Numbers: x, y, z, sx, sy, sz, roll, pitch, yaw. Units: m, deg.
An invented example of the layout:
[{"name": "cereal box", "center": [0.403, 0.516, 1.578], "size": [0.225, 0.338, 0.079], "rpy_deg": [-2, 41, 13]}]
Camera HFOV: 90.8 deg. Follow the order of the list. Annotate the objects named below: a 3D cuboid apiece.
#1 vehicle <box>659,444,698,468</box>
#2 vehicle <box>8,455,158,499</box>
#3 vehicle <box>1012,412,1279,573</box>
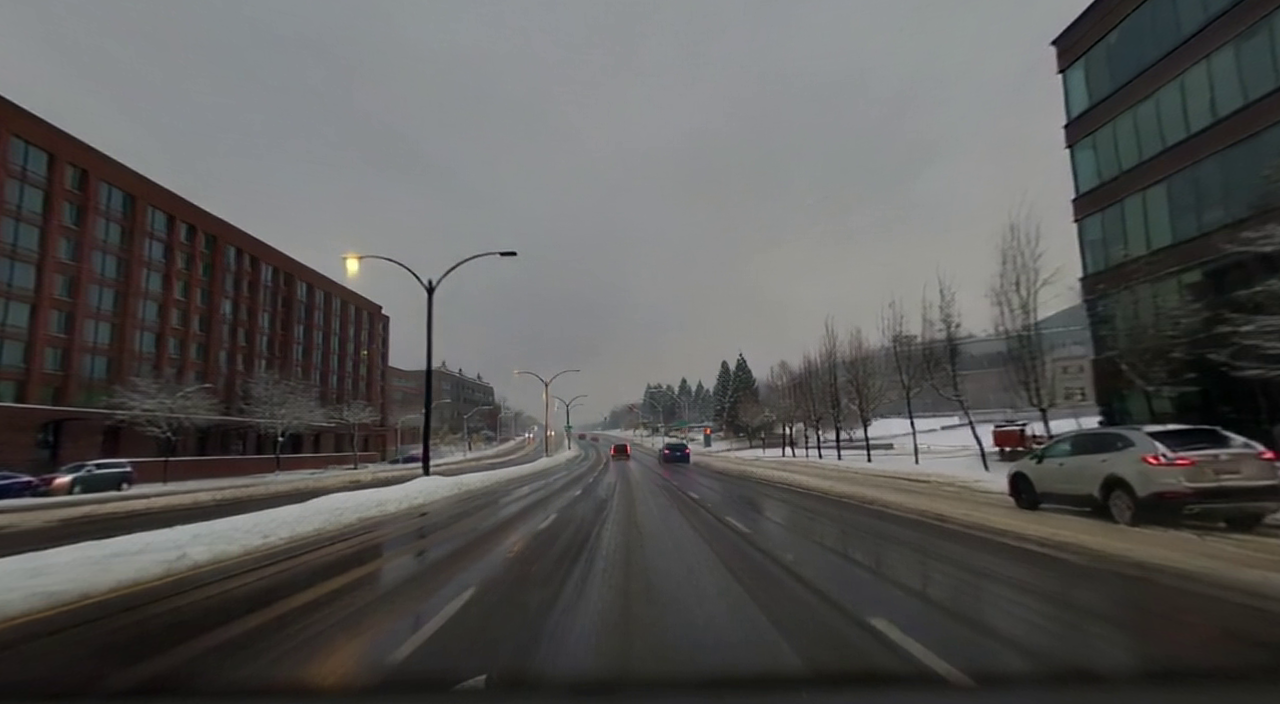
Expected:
[{"name": "vehicle", "center": [2.537, 6.991, 42.750], "size": [2.090, 1.506, 4.382], "rpy_deg": [0, -8, -3]}, {"name": "vehicle", "center": [-29.631, 6.629, 34.045], "size": [2.474, 1.971, 6.358], "rpy_deg": [0, -8, -2]}, {"name": "vehicle", "center": [7.696, 1.862, 9.183], "size": [2.017, 1.743, 4.453], "rpy_deg": [-1, -8, 3]}]
